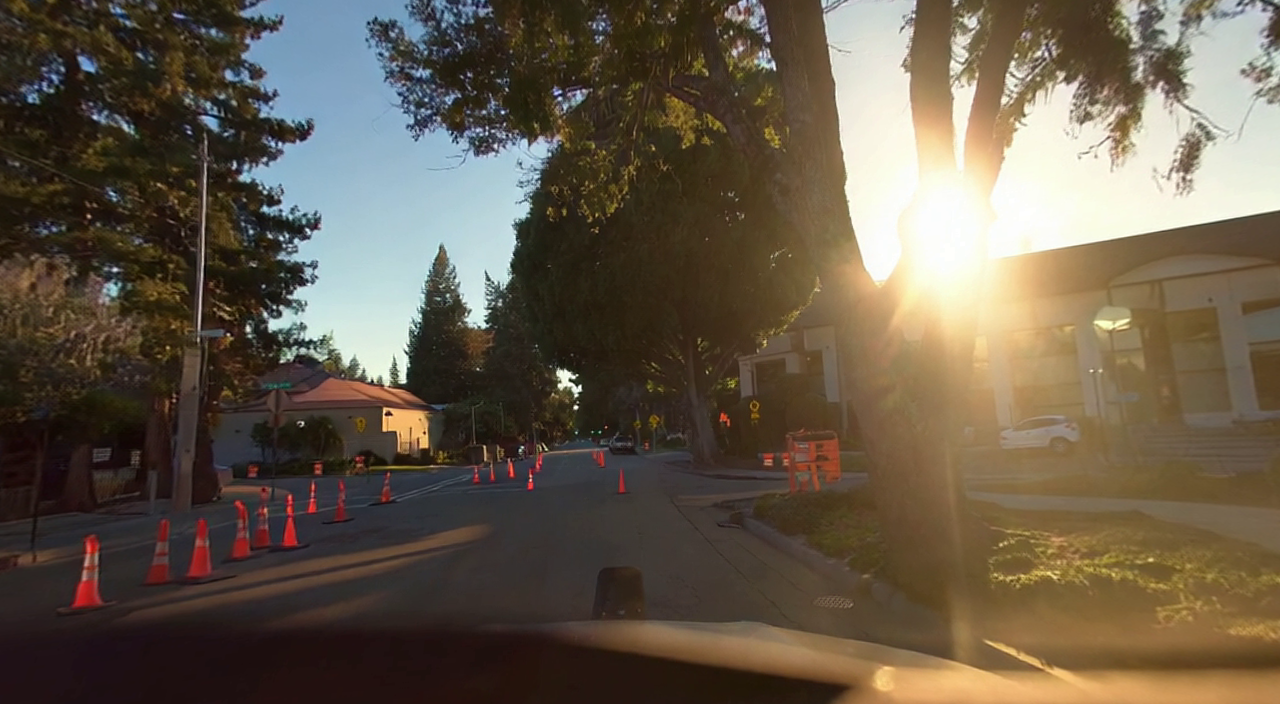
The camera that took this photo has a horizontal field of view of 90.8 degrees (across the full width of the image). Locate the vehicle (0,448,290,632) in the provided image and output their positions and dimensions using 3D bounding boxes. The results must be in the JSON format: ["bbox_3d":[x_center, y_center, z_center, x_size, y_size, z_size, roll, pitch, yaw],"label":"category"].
[{"bbox_3d":[-7.596,2.015,7.558,2.961,1.701,7.563,1,-9,-4],"label":"vehicle"}]
